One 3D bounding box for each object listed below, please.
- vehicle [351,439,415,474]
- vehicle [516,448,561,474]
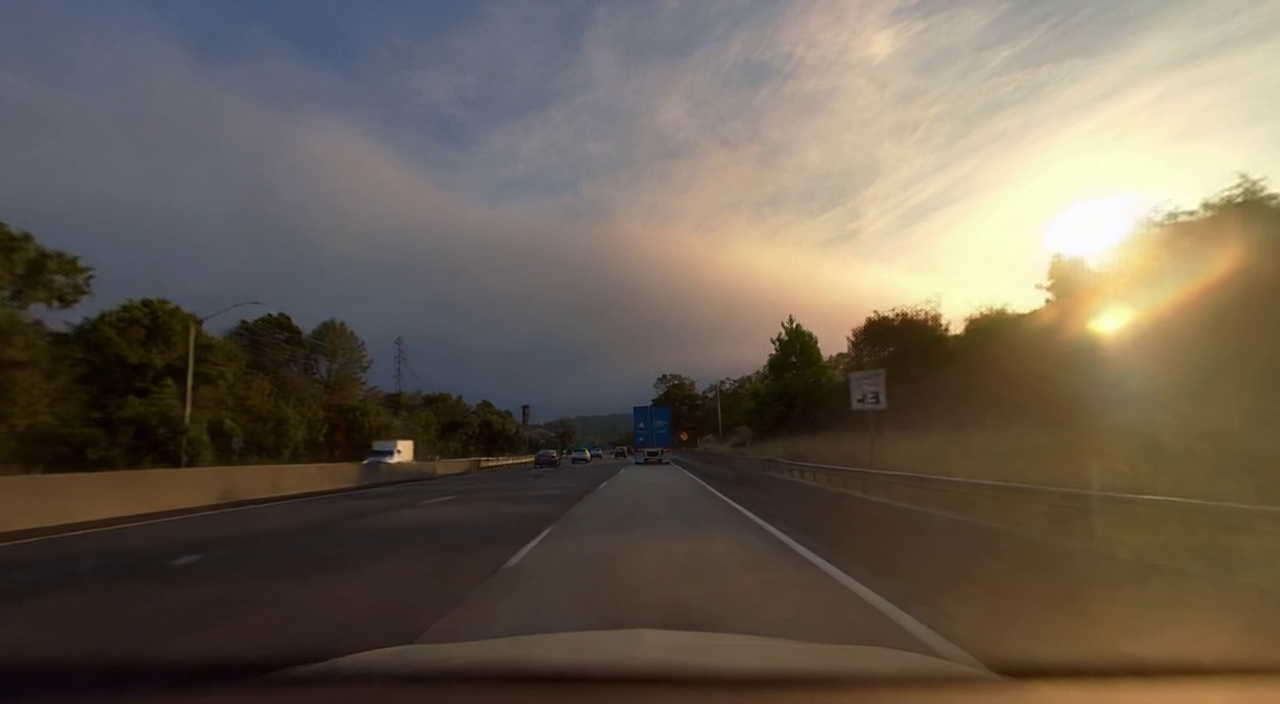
[{"bbox_3d":[-19.889,8.112,49.102,2.292,2.558,5.893,0,-9,2],"label":"vehicle"},{"bbox_3d":[-6.428,6.946,40.399,2.017,1.517,4.766,0,-9,1],"label":"vehicle"}]
